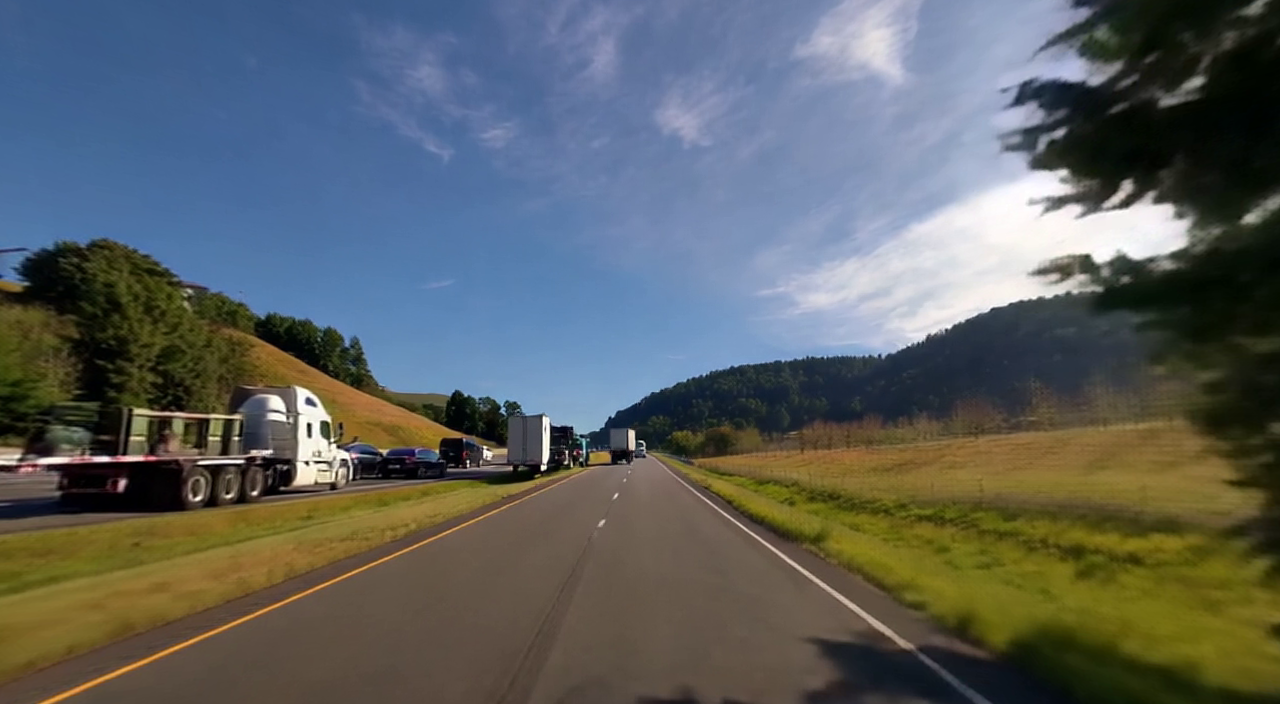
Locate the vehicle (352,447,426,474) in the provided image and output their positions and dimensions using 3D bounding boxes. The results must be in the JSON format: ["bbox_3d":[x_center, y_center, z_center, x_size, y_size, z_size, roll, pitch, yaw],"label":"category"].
[{"bbox_3d":[-14.693,6.373,37.230,1.925,1.493,4.864,-1,-9,6],"label":"vehicle"}]

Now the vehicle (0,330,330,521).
[{"bbox_3d":[-13.195,2.197,17.162,2.745,3.617,11.590,-1,-9,5],"label":"vehicle"}]
